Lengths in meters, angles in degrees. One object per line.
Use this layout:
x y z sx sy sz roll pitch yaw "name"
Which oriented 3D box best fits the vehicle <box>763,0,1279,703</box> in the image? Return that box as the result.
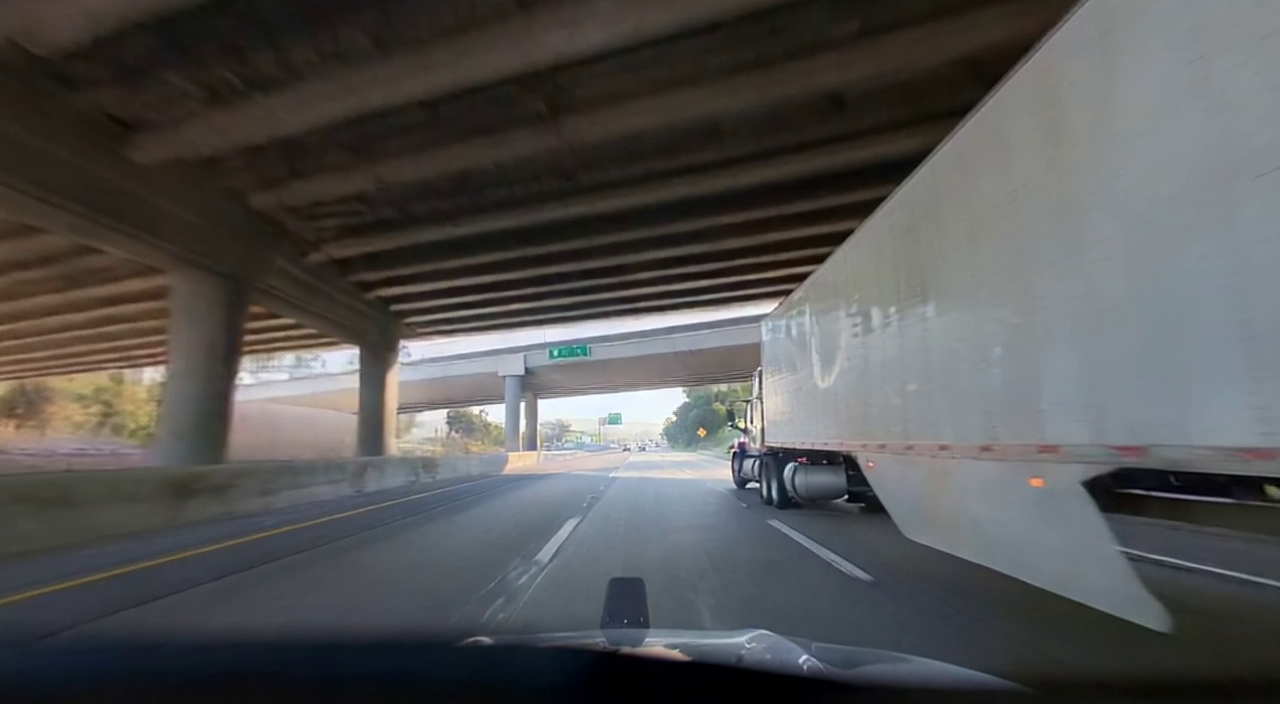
3.966 0.084 5.577 2.933 4.100 14.317 0 -8 0 "vehicle"
